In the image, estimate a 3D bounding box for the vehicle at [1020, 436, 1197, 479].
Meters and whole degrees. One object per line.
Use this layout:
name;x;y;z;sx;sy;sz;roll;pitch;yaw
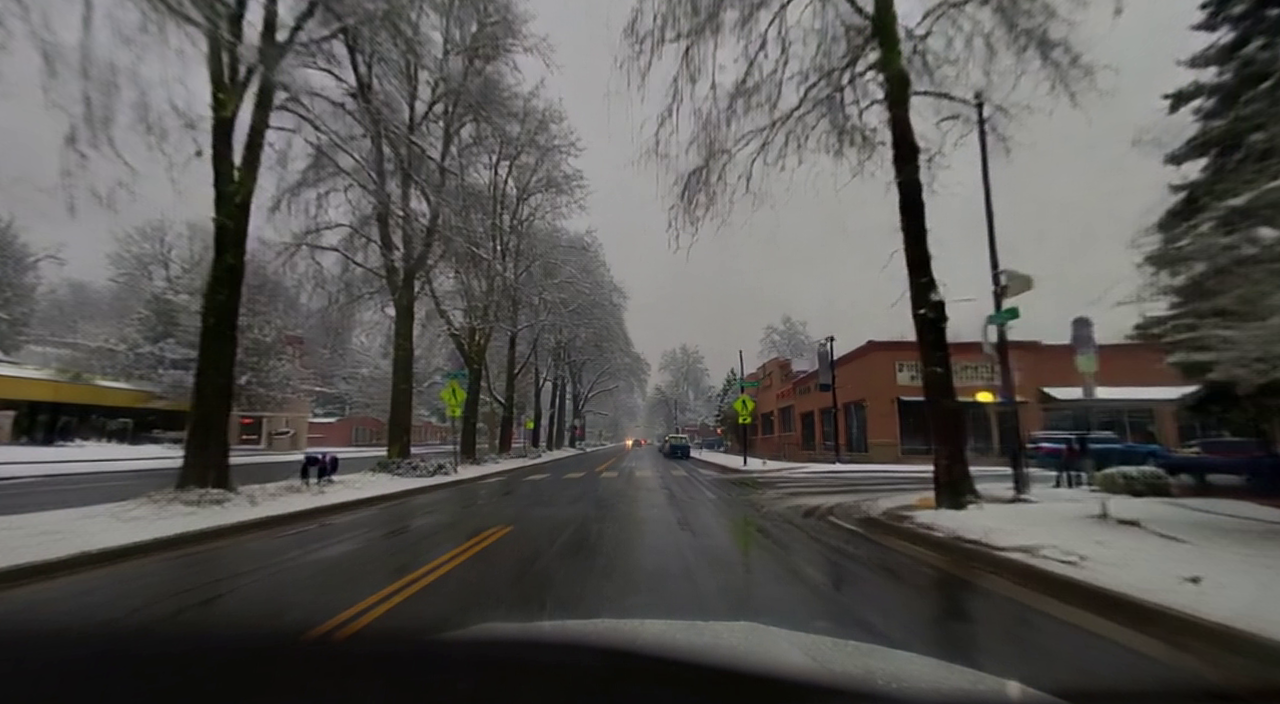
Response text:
vehicle;16.713;3.754;22.775;4.563;1.457;2.139;-1;-7;6
